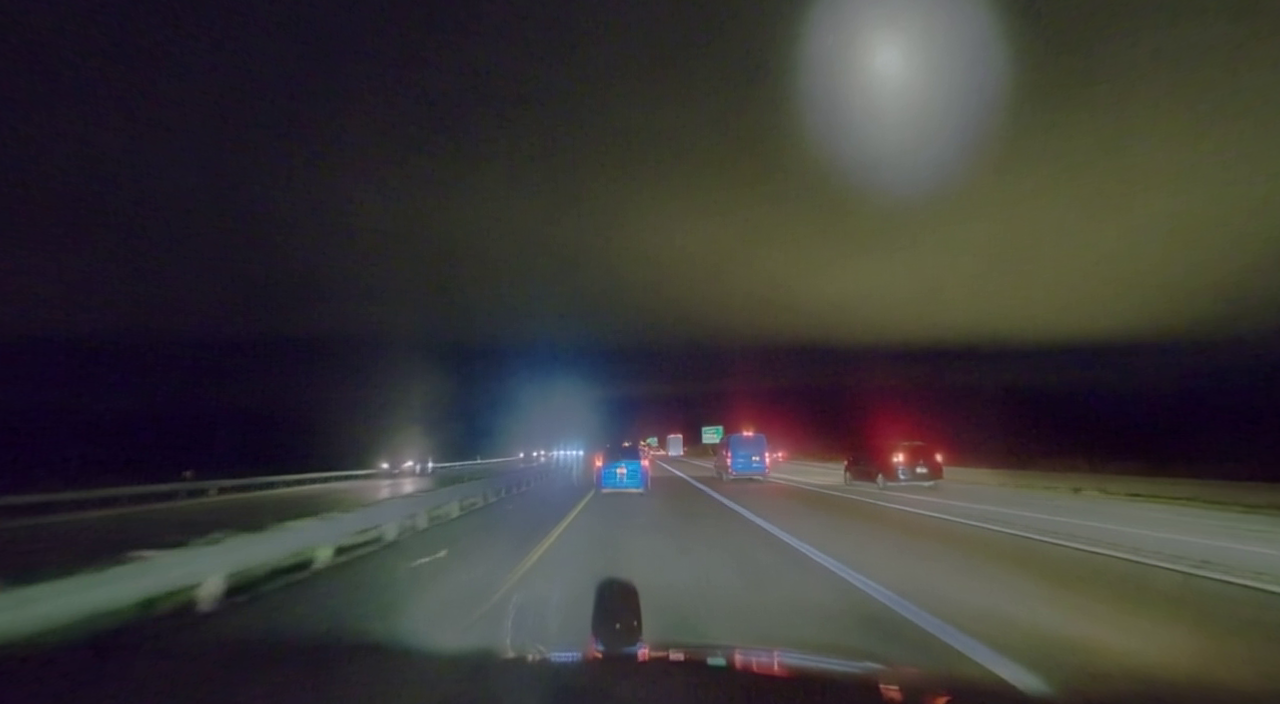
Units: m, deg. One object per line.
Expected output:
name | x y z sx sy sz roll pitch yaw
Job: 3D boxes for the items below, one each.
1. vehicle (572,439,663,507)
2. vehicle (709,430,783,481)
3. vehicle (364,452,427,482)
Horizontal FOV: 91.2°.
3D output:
vehicle | -0.504 2.978 15.799 2.029 1.483 3.769 0 -9 0
vehicle | 4.404 4.404 26.934 2.261 1.952 4.784 0 -9 -1
vehicle | -13.763 6.488 35.590 1.910 1.517 4.274 0 -9 -1
